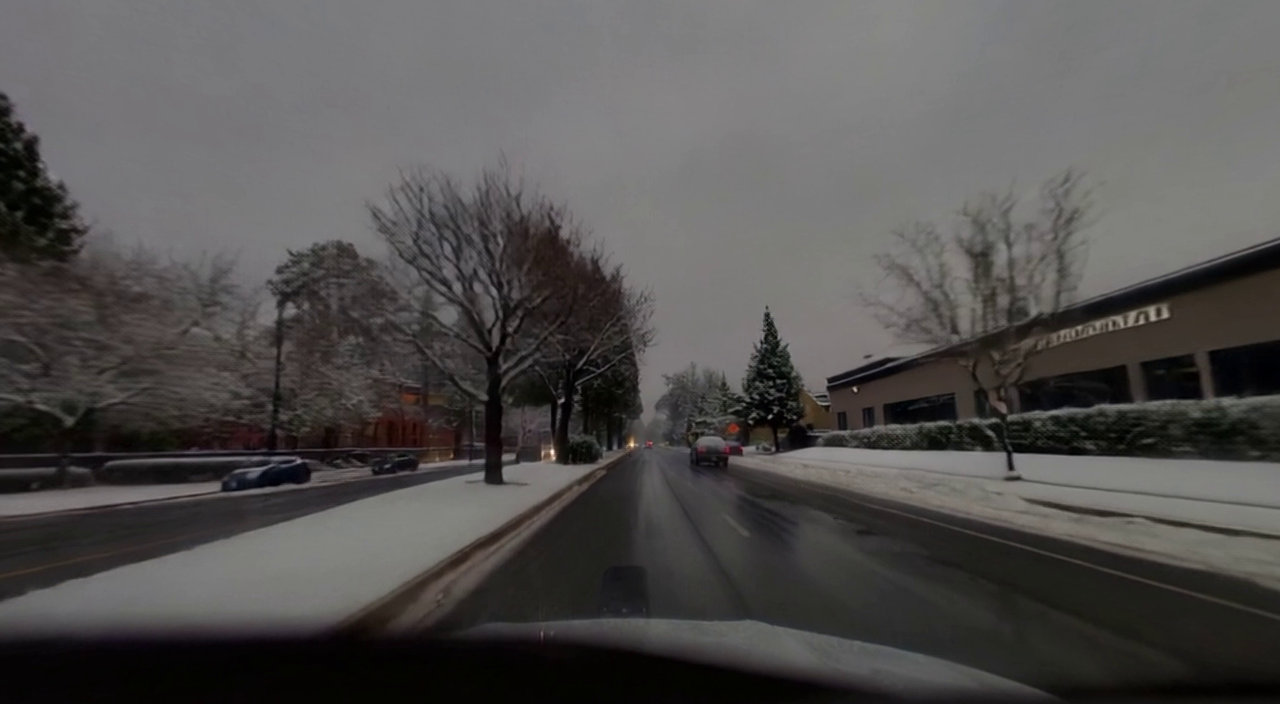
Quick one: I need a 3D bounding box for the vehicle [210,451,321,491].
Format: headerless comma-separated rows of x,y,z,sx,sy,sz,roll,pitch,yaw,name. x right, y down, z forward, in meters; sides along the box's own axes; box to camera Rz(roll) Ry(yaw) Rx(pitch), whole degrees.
-16.499,5.231,28.102,2.009,1.540,4.849,0,-8,0,vehicle

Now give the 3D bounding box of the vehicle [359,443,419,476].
-16.426,7.012,41.559,2.070,1.892,4.708,-2,-8,0,vehicle

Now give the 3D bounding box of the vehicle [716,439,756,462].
6.594,6.835,43.806,2.100,1.491,4.563,0,-8,0,vehicle

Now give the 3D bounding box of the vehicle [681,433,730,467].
3.526,5.371,34.693,2.143,1.759,4.378,0,-8,-1,vehicle
